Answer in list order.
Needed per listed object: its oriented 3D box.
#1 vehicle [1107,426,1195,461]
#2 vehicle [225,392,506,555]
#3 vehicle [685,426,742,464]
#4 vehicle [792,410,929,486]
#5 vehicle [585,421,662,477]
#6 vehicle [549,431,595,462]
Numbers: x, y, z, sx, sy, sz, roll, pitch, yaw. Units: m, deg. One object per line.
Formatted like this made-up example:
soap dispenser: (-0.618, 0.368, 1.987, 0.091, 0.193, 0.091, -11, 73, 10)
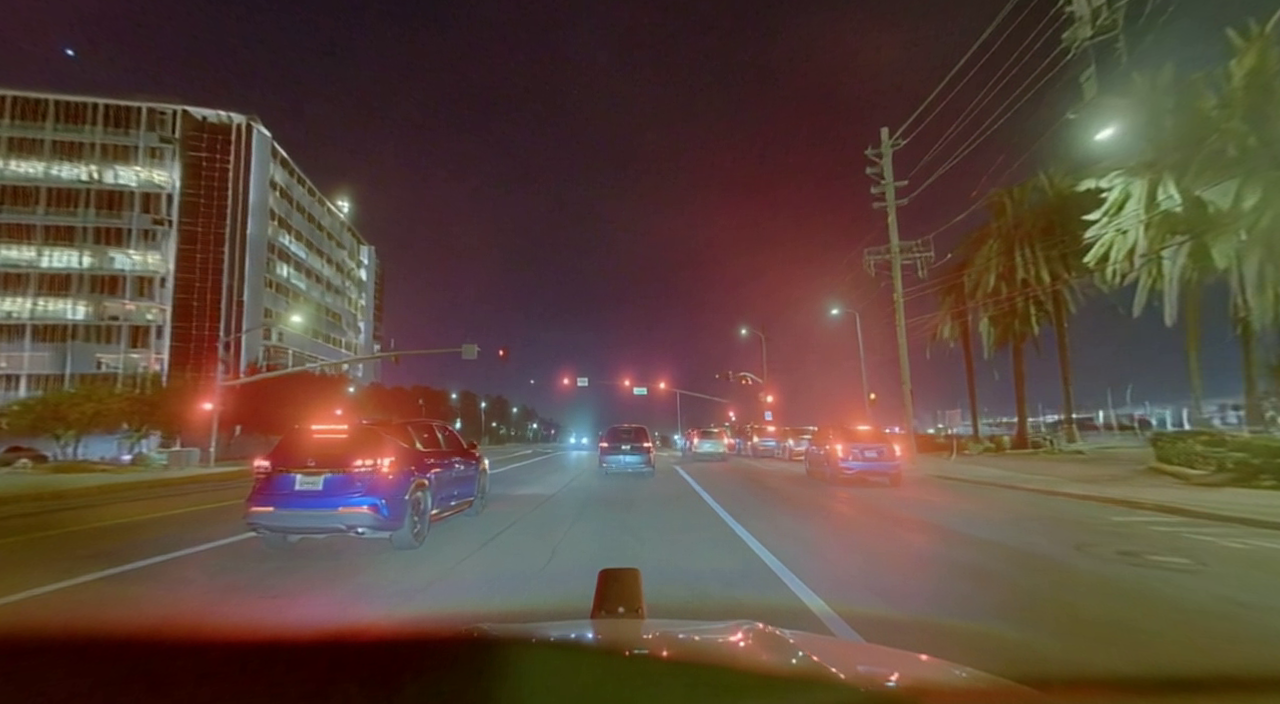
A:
vehicle: (23.942, 4.324, 29.824, 2.020, 1.501, 4.732, -4, -9, 24)
vehicle: (-3.495, 1.665, 9.237, 2.136, 1.779, 4.417, 0, -8, 0)
vehicle: (3.204, 4.149, 28.195, 1.975, 1.598, 4.025, 0, -8, -1)
vehicle: (6.418, 2.903, 19.231, 2.130, 1.979, 5.310, 0, -8, -1)
vehicle: (-0.548, 3.262, 21.312, 2.302, 1.681, 4.217, 0, -8, -1)
vehicle: (-3.457, 4.927, 32.818, 1.973, 1.504, 3.895, 0, -8, 0)
